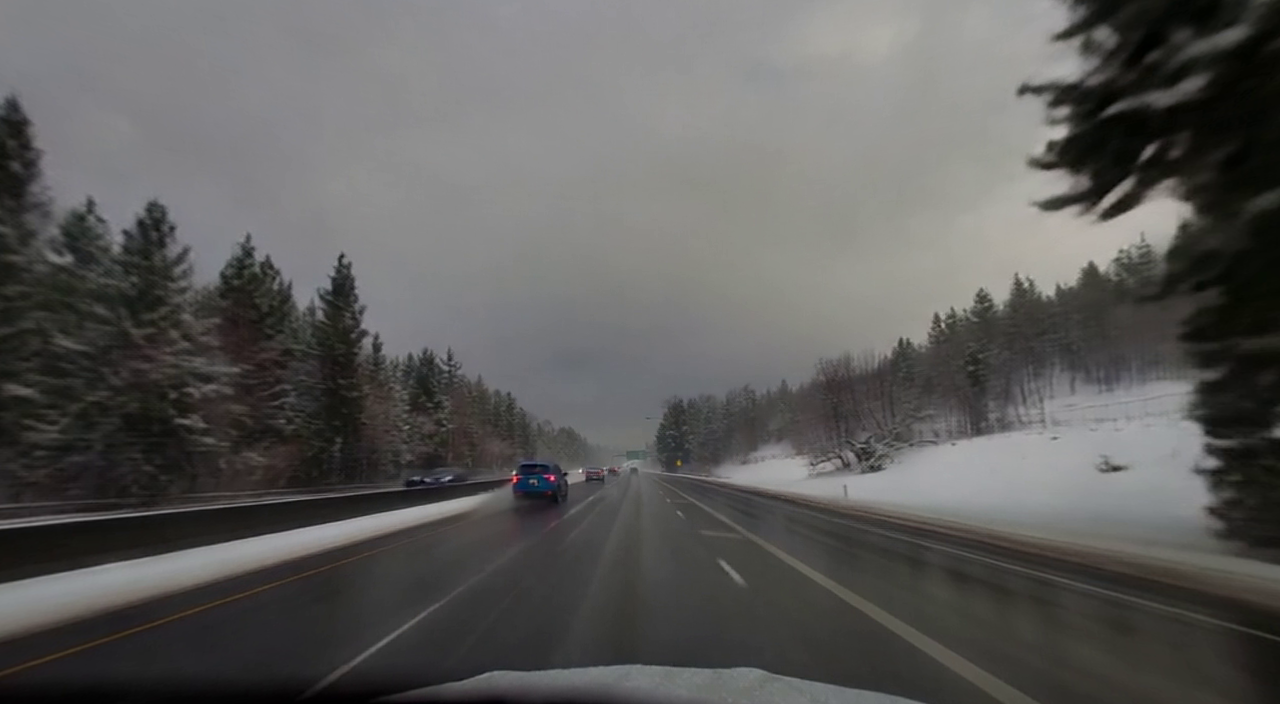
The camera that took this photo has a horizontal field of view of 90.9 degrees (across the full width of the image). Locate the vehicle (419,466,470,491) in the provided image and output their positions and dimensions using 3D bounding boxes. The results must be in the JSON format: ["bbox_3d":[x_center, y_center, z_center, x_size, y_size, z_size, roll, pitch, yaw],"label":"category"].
[{"bbox_3d":[-12.984,8.432,42.088,1.939,1.525,4.481,1,-10,0],"label":"vehicle"}]

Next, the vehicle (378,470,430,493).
[{"bbox_3d":[-16.667,9.169,44.674,1.892,1.471,4.526,1,-10,0],"label":"vehicle"}]

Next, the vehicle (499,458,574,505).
[{"bbox_3d":[-3.837,4.907,24.150,2.068,1.592,4.479,0,-10,0],"label":"vehicle"}]
